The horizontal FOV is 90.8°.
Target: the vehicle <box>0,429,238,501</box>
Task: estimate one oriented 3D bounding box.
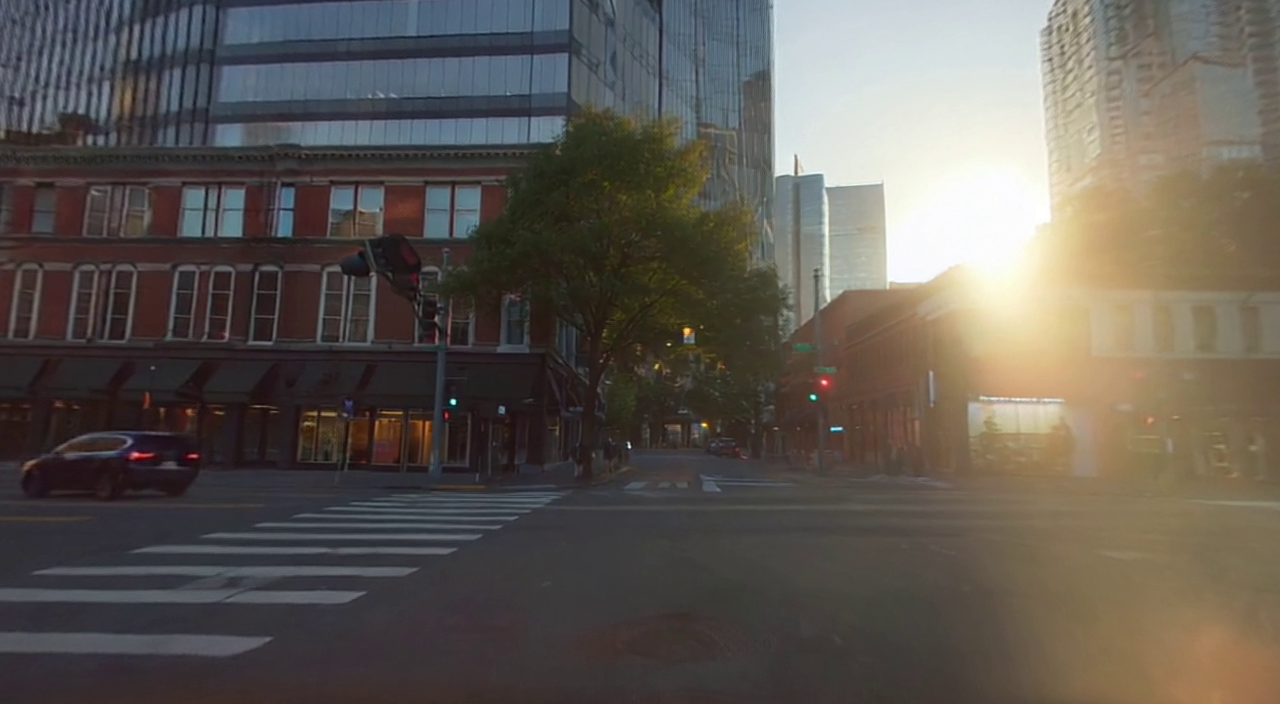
[{"bbox_3d":[-12.142,2.588,14.663,4.459,1.482,2.106,-2,-9,12],"label":"vehicle"}]
